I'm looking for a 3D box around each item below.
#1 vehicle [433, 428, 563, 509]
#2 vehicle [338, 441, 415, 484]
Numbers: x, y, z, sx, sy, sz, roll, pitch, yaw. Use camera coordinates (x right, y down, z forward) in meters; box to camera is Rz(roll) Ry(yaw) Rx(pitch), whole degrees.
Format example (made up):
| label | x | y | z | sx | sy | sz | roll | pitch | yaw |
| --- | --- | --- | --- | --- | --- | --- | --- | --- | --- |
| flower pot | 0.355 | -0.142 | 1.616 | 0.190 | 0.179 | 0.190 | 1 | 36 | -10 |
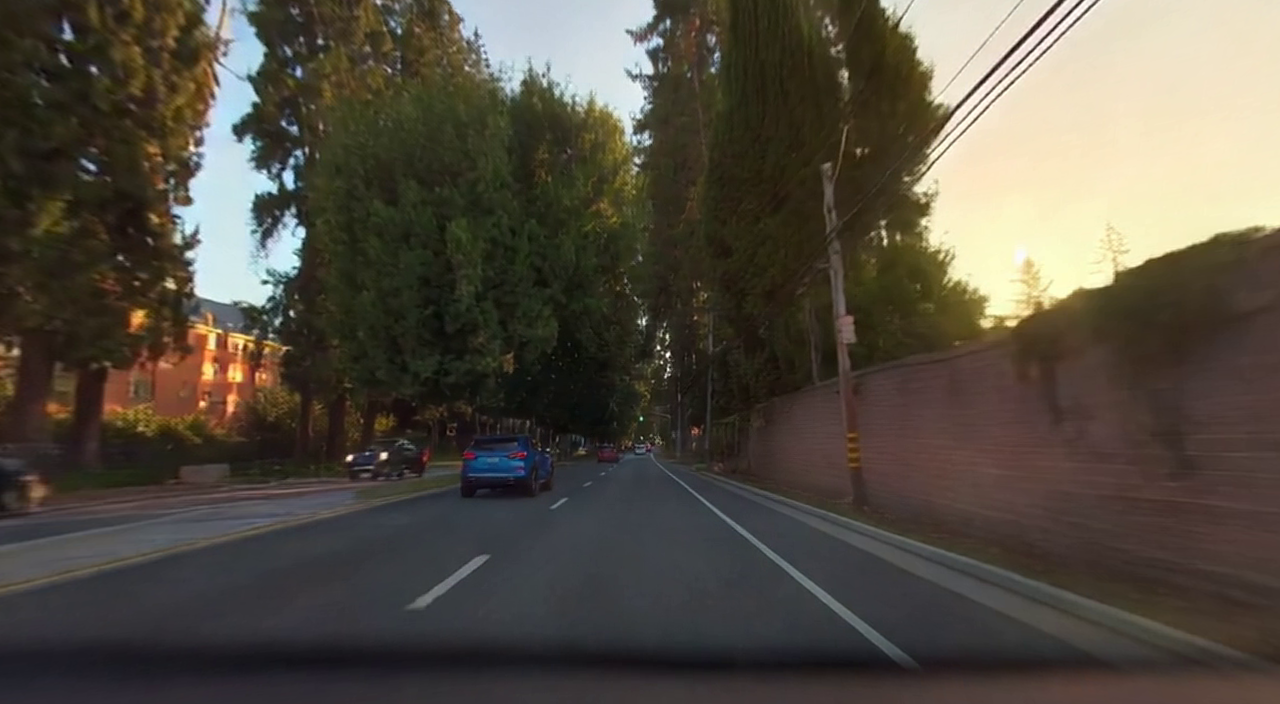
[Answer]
| label | x | y | z | sx | sy | sz | roll | pitch | yaw |
| --- | --- | --- | --- | --- | --- | --- | --- | --- | --- |
| vehicle | -3.345 | 2.838 | 15.878 | 2.147 | 1.730 | 4.555 | 0 | -8 | 1 |
| vehicle | -12.406 | 5.196 | 29.962 | 1.930 | 1.868 | 4.063 | 0 | -8 | -1 |
